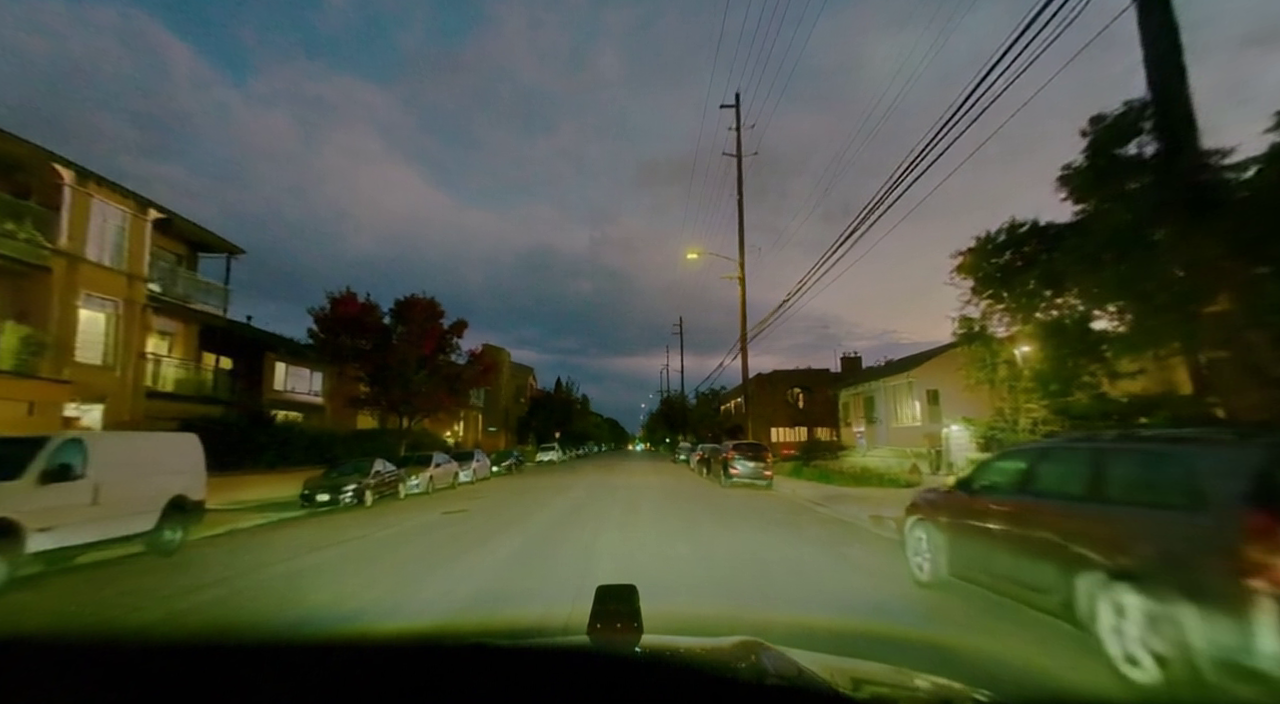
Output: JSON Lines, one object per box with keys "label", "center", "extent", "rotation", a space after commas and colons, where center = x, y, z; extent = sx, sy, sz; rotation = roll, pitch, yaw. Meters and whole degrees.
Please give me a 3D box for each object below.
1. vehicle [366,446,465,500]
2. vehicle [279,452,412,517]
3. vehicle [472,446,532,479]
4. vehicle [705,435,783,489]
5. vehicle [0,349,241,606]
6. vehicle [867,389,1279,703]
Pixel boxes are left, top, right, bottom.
{"label": "vehicle", "center": [-7.772, 4.254, 22.428], "extent": [1.917, 1.618, 4.825], "rotation": [-1, -10, -2]}
{"label": "vehicle", "center": [-7.708, 3.469, 17.037], "extent": [1.873, 1.437, 4.068], "rotation": [-1, -8, -4]}
{"label": "vehicle", "center": [-7.473, 6.025, 34.753], "extent": [2.145, 1.488, 4.646], "rotation": [-3, -8, 1]}
{"label": "vehicle", "center": [3.591, 3.902, 22.774], "extent": [2.095, 1.694, 4.592], "rotation": [-1, -8, 1]}
{"label": "vehicle", "center": [-7.136, 1.437, 7.524], "extent": [1.889, 2.463, 4.142], "rotation": [-1, -9, 1]}
{"label": "vehicle", "center": [3.631, 1.256, 4.657], "extent": [2.132, 1.564, 4.625], "rotation": [0, -9, -1]}
